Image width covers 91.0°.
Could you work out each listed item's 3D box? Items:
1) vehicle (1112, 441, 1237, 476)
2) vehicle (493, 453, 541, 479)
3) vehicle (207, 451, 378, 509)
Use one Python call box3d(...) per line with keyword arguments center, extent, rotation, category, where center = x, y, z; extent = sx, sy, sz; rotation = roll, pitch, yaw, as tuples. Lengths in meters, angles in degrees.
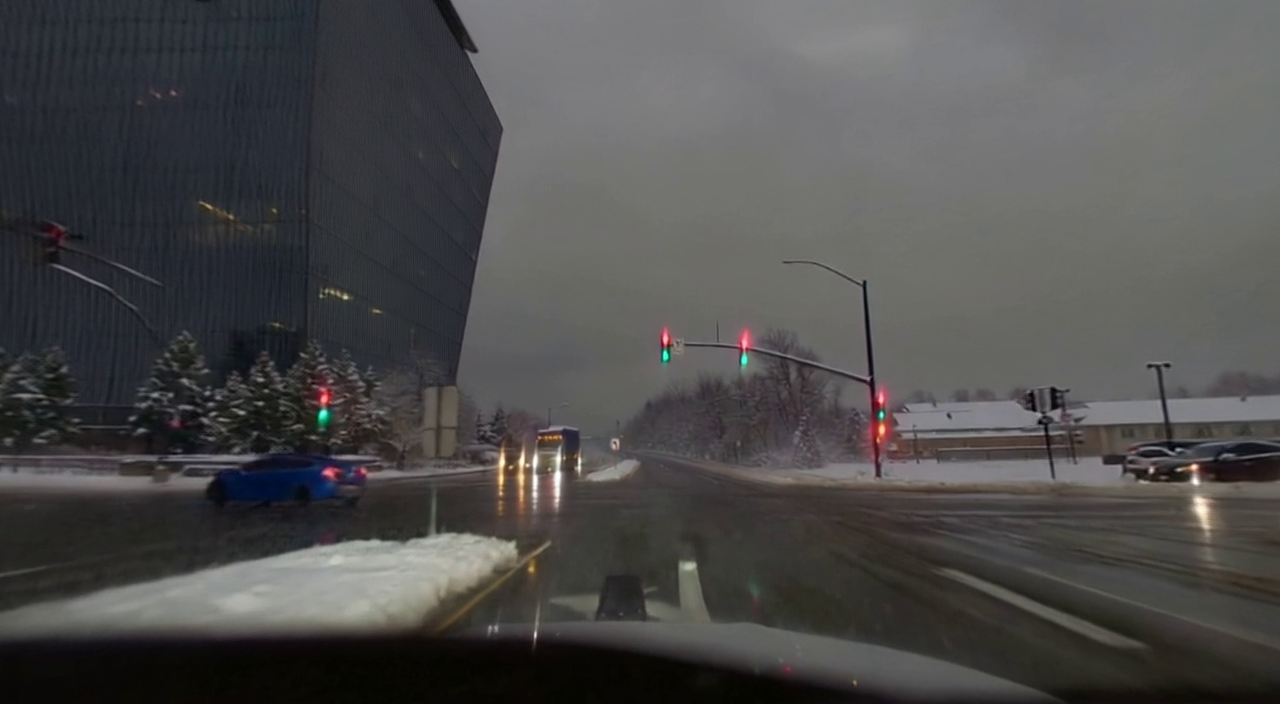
box3d(center=(24.647, 4.929, 29.310), extent=(2.021, 1.484, 4.454), rotation=(0, -9, 3), category="vehicle")
box3d(center=(-7.947, 7.390, 41.177), extent=(2.113, 1.535, 4.504), rotation=(0, -9, 2), category="vehicle")
box3d(center=(-10.262, 3.715, 18.680), extent=(4.197, 1.525, 2.014), rotation=(-3, -9, 18), category="vehicle")
